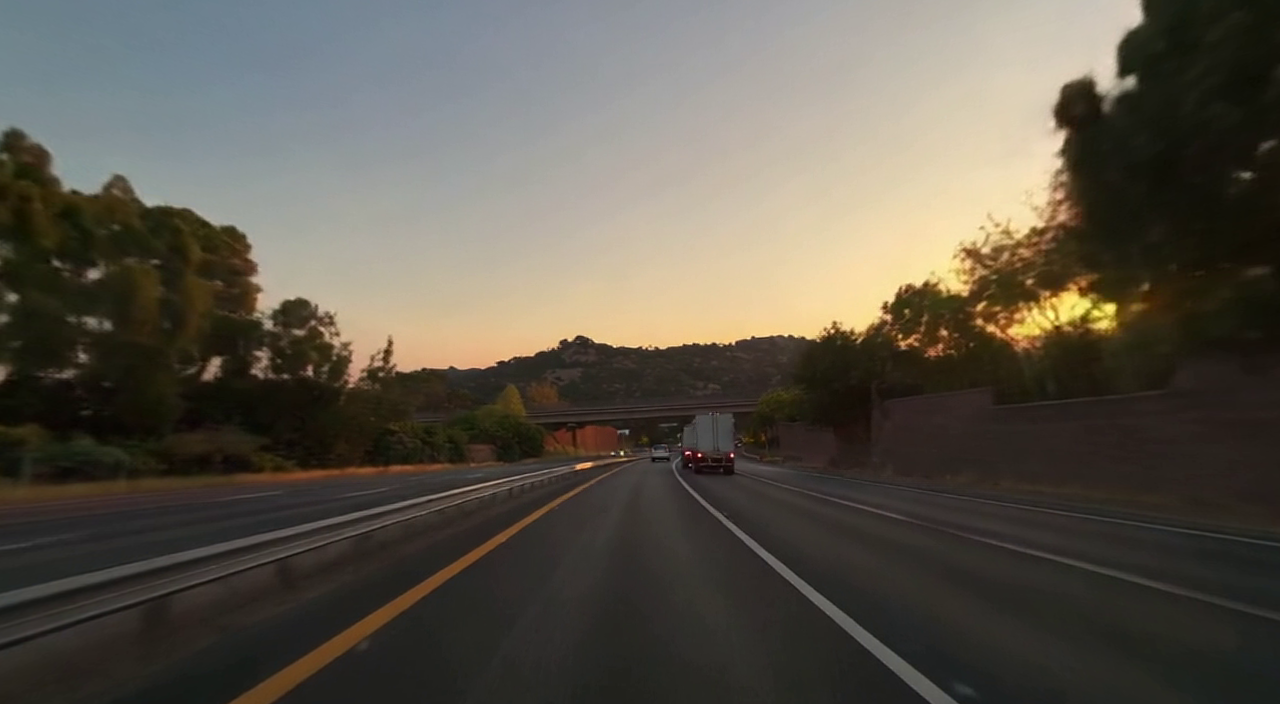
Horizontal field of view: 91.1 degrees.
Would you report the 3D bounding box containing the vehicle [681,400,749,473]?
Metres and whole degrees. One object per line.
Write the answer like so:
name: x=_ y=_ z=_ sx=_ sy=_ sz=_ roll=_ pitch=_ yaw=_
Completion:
vehicle: x=4.514 y=5.602 z=40.951 sx=2.965 sy=4.028 sz=12.529 roll=0 pitch=-9 yaw=0
